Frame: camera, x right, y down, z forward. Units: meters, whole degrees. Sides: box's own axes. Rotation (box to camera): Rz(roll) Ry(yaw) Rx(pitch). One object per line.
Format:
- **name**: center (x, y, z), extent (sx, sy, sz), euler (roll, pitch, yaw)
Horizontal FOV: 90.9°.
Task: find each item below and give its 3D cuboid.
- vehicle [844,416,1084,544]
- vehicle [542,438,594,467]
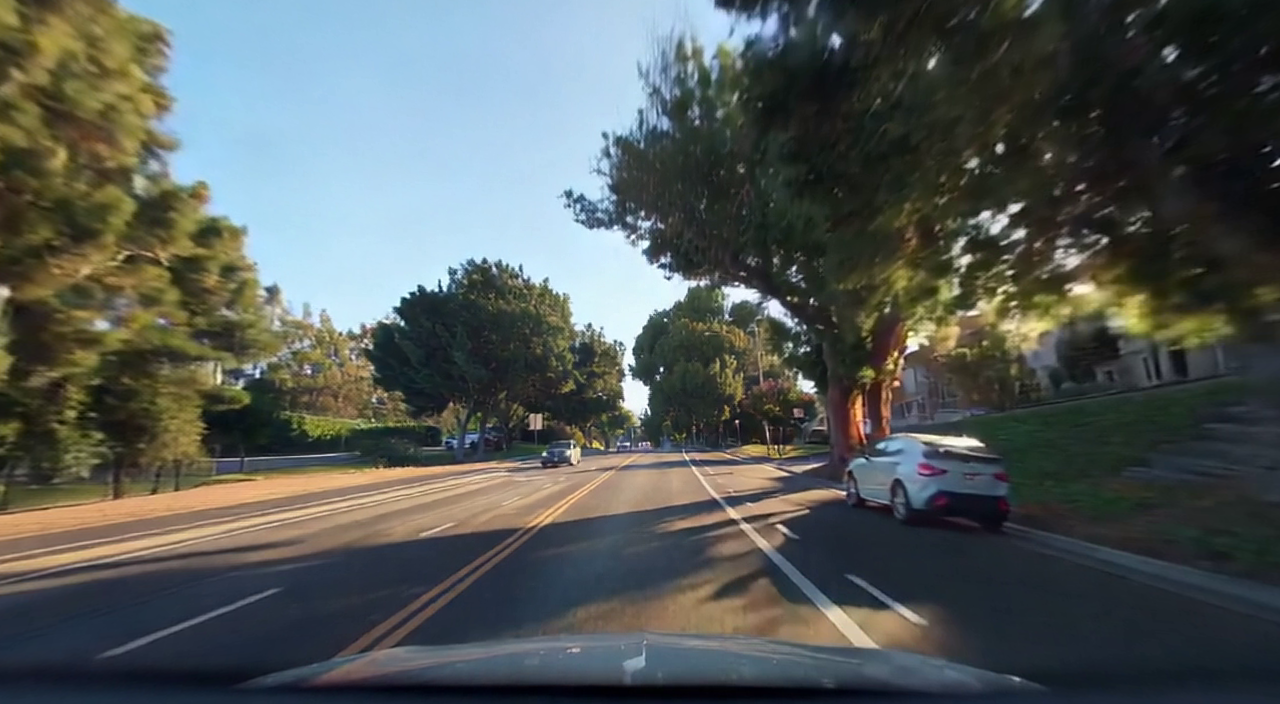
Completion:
- **vehicle**: center (5.300, 2.162, 11.184), extent (2.068, 1.688, 4.442), euler (3, -9, 2)
- **vehicle**: center (-3.982, 5.629, 35.585), extent (2.192, 1.533, 4.341), euler (-1, -8, 3)
